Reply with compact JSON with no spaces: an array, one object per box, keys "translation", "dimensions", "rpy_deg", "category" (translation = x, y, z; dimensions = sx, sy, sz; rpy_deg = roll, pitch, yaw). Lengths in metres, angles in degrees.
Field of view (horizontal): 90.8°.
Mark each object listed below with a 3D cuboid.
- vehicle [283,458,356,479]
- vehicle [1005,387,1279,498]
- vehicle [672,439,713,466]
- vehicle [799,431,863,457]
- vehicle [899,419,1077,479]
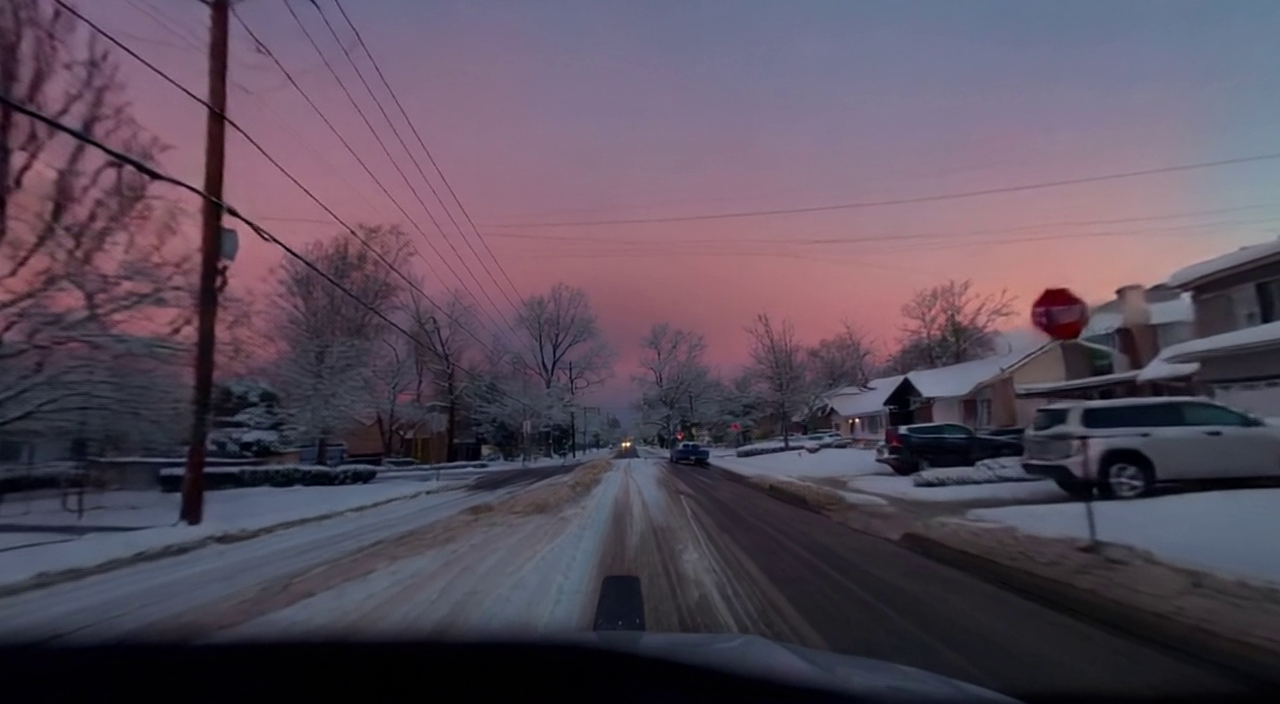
[{"translation":[-24.231,8.816,47.832],"dimensions":[4.479,1.475,1.842],"rpy_deg":[0,-8,2],"category":"vehicle"},{"translation":[11.129,1.826,12.705],"dimensions":[5.968,1.963,2.573],"rpy_deg":[1,-8,-2],"category":"vehicle"},{"translation":[3.454,6.740,42.454],"dimensions":[2.134,1.720,4.515],"rpy_deg":[1,-8,-3],"category":"vehicle"},{"translation":[14.959,7.244,49.703],"dimensions":[4.283,1.660,2.035],"rpy_deg":[-3,-6,-1],"category":"vehicle"},{"translation":[10.953,3.085,20.202],"dimensions":[4.382,1.794,2.100],"rpy_deg":[0,-8,2],"category":"vehicle"}]
